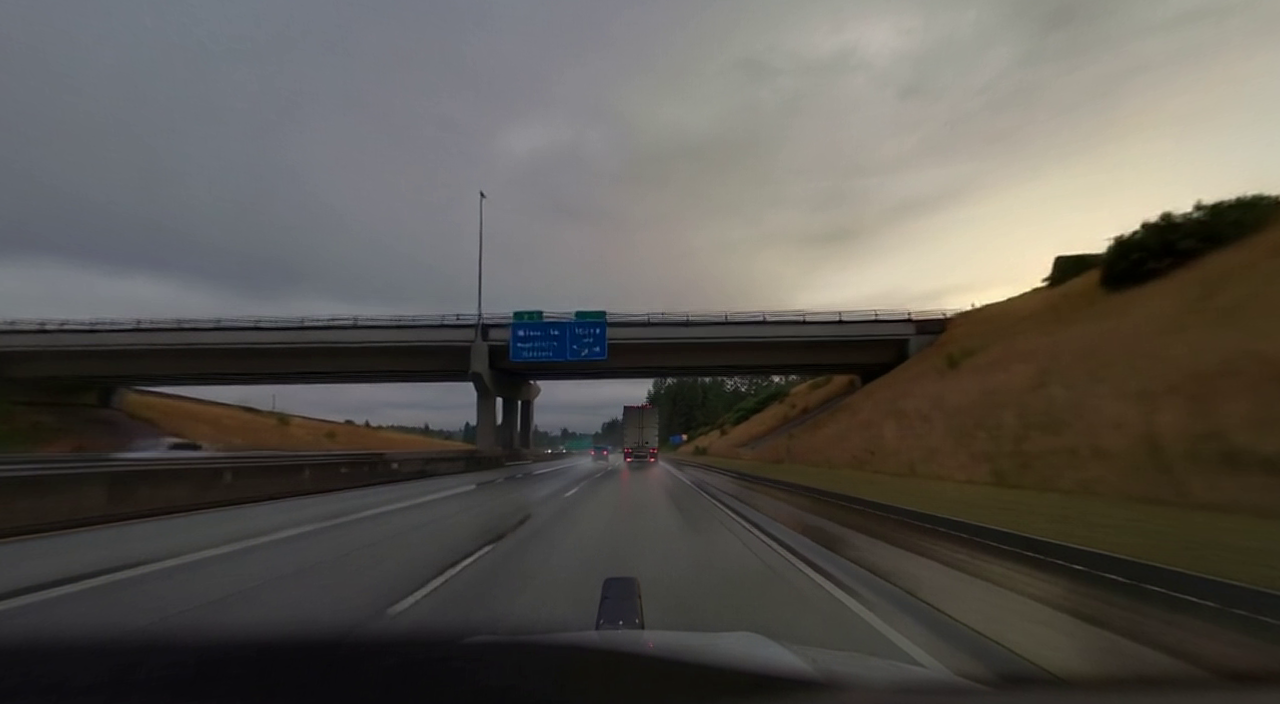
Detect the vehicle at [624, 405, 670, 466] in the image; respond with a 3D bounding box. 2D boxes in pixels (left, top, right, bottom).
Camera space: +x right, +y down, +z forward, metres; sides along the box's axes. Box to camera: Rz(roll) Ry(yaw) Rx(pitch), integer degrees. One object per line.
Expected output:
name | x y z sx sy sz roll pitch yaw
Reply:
vehicle | 0.441 6.519 48.150 3.033 3.985 12.383 0 -9 0
